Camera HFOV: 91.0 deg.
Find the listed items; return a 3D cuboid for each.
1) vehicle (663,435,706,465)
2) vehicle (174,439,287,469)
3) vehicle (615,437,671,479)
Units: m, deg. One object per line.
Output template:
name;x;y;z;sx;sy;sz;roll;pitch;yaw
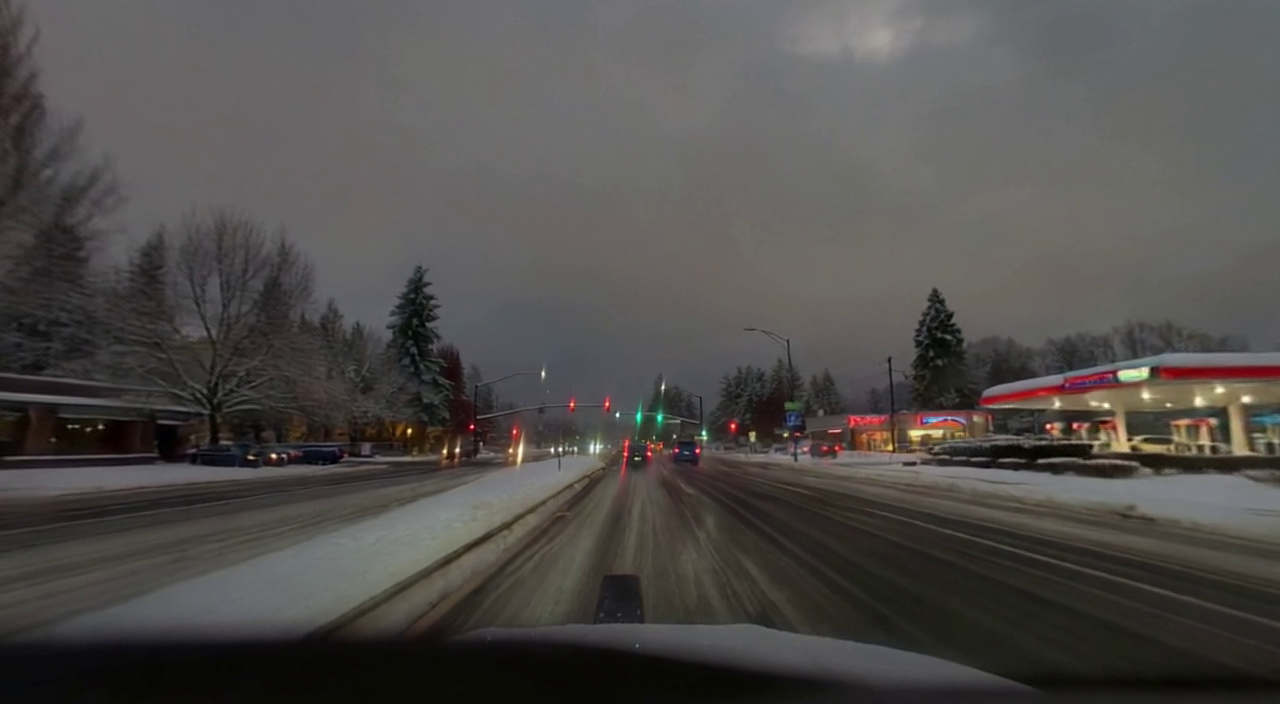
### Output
vehicle;3.203;7.280;46.988;2.731;2.101;6.047;1;-8;-1
vehicle;-27.089;6.801;41.979;6.027;1.805;2.010;3;-11;-26
vehicle;0.107;4.343;26.127;2.145;1.572;4.021;1;-8;-1
